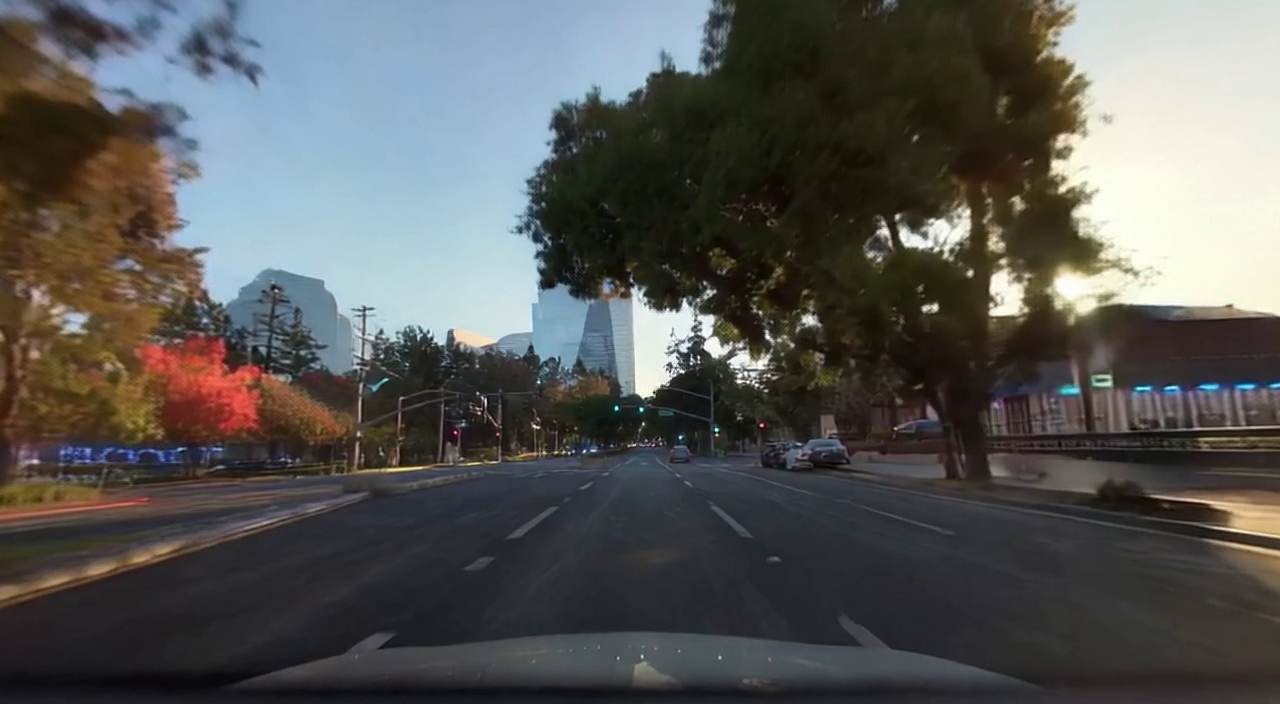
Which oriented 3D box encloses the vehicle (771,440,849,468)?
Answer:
[{"bbox_3d":[9.881,5.939,36.826,4.007,1.591,1.915,-1,-8,2],"label":"vehicle"}]
